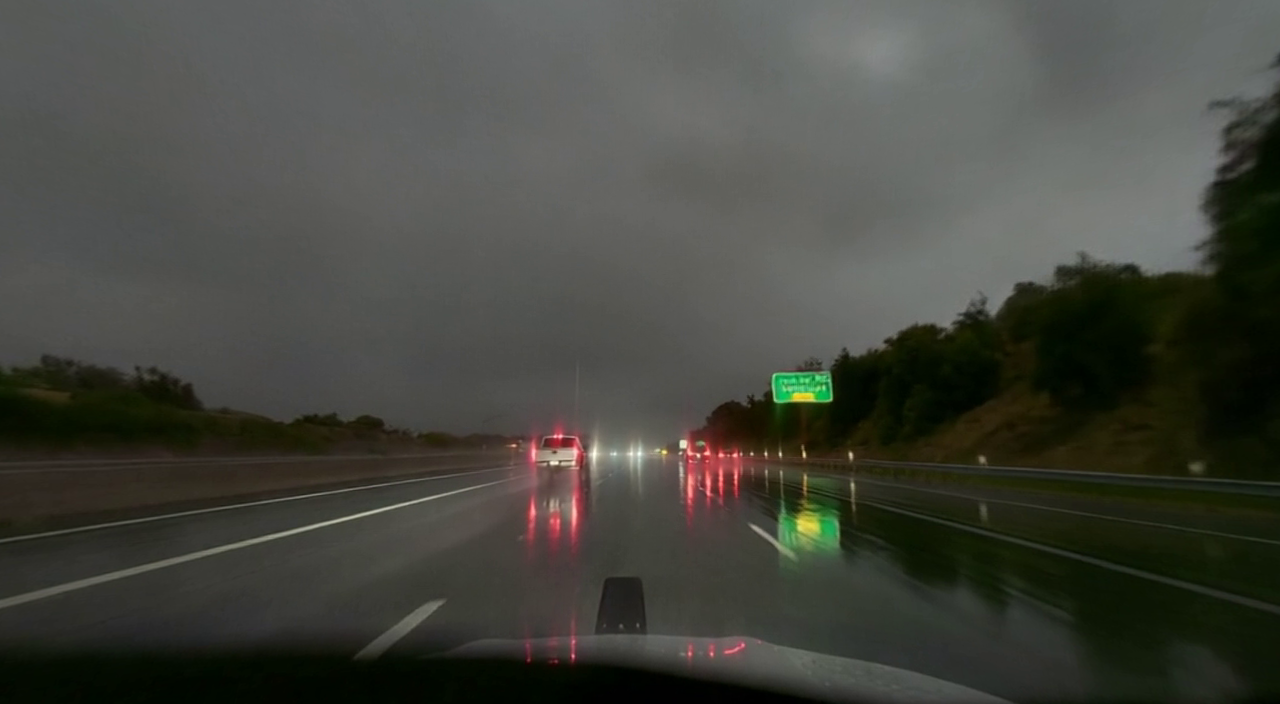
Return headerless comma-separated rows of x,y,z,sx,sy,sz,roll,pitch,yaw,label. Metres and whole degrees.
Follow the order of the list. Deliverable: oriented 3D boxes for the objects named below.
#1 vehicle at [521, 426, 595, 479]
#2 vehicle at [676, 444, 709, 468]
-3.716,4.784,30.083,2.496,2.203,6.317,0,-9,2,vehicle
3.851,7.671,46.694,2.095,1.668,4.135,0,-9,0,vehicle
